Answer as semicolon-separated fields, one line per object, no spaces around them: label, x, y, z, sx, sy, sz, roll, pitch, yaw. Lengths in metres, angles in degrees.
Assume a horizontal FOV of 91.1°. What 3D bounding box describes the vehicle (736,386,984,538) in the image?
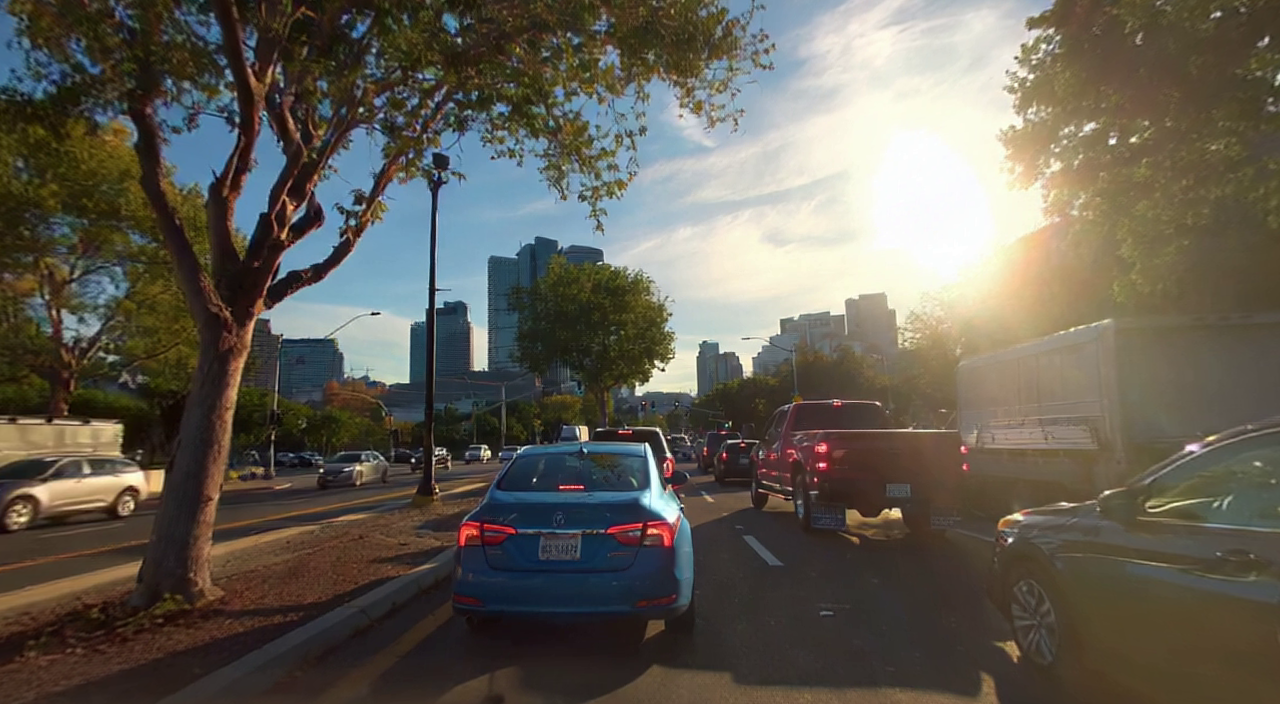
vehicle;3.511;1.960;11.693;2.444;2.098;5.766;0;-9;-1

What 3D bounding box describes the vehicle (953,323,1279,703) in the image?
vehicle;3.154;0.760;2.074;1.982;1.709;4.427;0;-9;1

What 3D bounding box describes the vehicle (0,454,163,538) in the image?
vehicle;-12.790;2.905;13.077;1.968;1.497;4.649;0;-9;1

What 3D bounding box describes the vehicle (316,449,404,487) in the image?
vehicle;-12.428;5.138;28.220;1.882;1.538;4.382;0;-8;1

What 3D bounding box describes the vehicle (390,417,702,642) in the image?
vehicle;-0.583;1.502;6.333;2.111;1.506;4.018;0;-9;2
